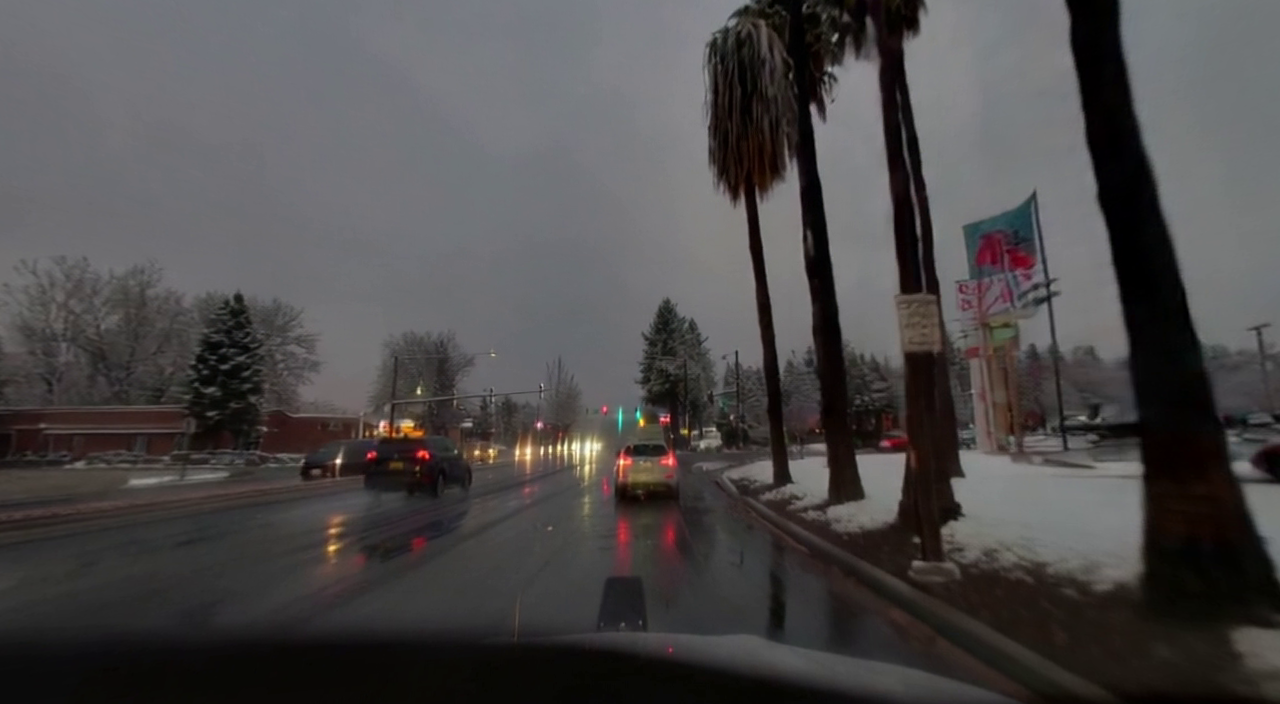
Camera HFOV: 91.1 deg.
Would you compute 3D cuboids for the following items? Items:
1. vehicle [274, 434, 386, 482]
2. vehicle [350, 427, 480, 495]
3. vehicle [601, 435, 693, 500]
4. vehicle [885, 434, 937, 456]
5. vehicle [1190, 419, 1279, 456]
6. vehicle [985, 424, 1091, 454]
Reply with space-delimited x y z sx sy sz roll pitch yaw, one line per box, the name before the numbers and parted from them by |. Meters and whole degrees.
vehicle | -13.084 4.487 26.980 2.128 1.818 5.441 0 -8 -1
vehicle | -6.316 3.113 18.254 2.057 1.705 4.394 0 -8 1
vehicle | 0.192 3.026 16.912 2.145 1.483 4.453 0 -8 1
vehicle | 20.242 6.942 46.837 1.952 1.501 4.471 -8 -12 44
vehicle | 29.219 4.056 29.687 4.445 1.664 1.878 0 -9 3
vehicle | 26.413 5.762 41.688 5.769 1.925 2.364 1 -8 -11
